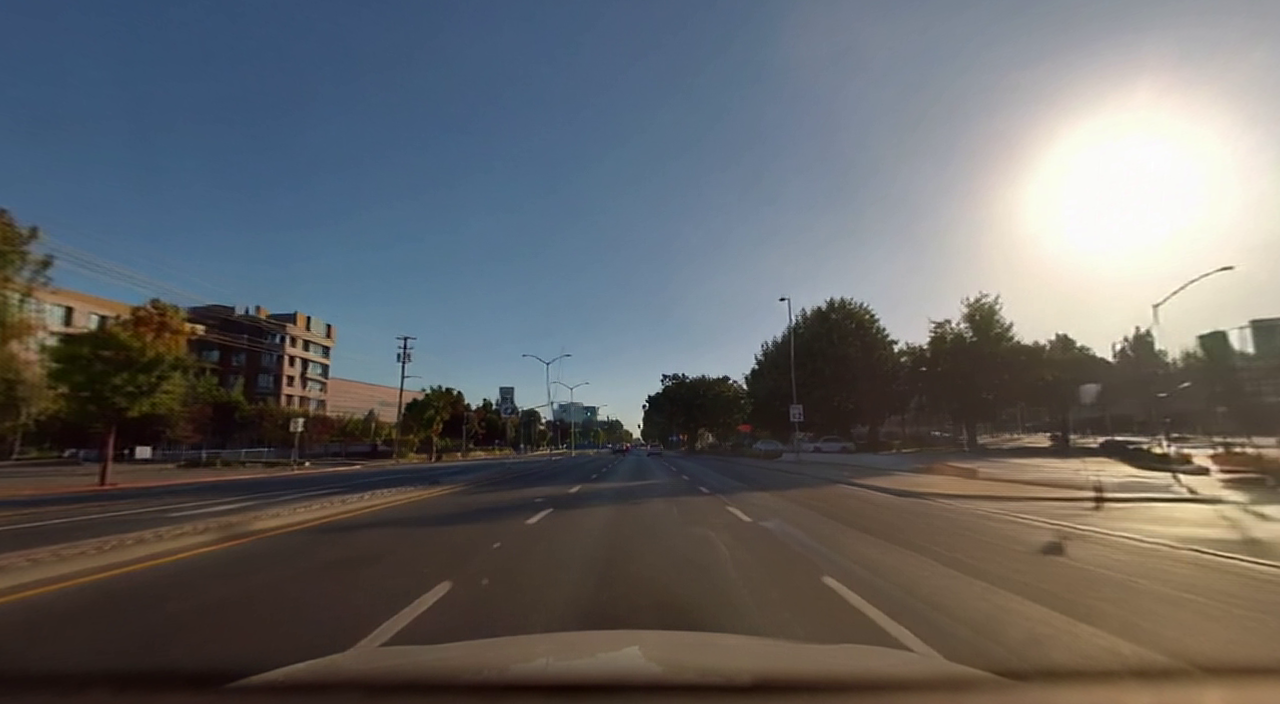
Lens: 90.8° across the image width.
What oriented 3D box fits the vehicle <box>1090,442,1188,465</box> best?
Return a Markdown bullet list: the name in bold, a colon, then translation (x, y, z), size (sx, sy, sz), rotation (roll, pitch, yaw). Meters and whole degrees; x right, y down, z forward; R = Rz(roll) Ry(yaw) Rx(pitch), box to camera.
- **vehicle**: translation (33.880, 6.877, 43.022), size (1.918, 1.430, 4.904), rotation (8, -11, -42)
